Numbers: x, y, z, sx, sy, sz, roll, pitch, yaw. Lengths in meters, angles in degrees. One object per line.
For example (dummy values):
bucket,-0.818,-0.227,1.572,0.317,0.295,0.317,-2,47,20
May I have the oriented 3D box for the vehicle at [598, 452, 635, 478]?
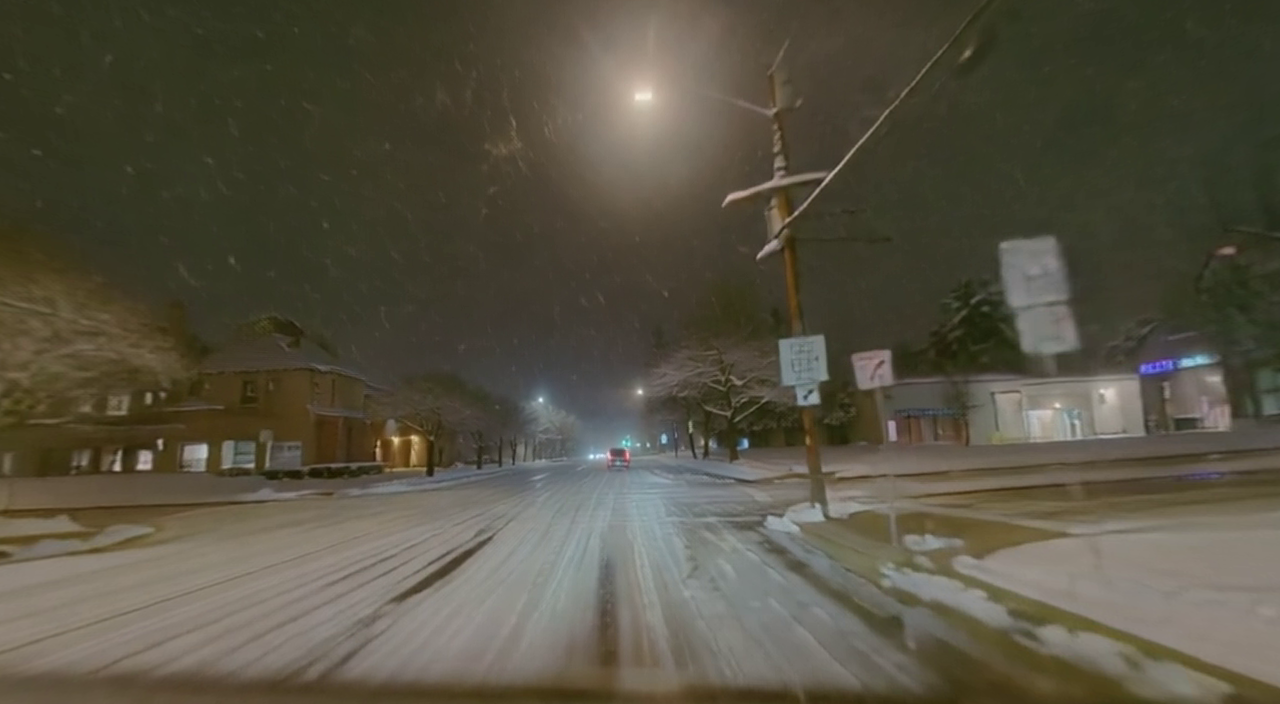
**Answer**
vehicle,-1.408,6.918,38.811,2.131,1.474,4.146,0,-9,-2
